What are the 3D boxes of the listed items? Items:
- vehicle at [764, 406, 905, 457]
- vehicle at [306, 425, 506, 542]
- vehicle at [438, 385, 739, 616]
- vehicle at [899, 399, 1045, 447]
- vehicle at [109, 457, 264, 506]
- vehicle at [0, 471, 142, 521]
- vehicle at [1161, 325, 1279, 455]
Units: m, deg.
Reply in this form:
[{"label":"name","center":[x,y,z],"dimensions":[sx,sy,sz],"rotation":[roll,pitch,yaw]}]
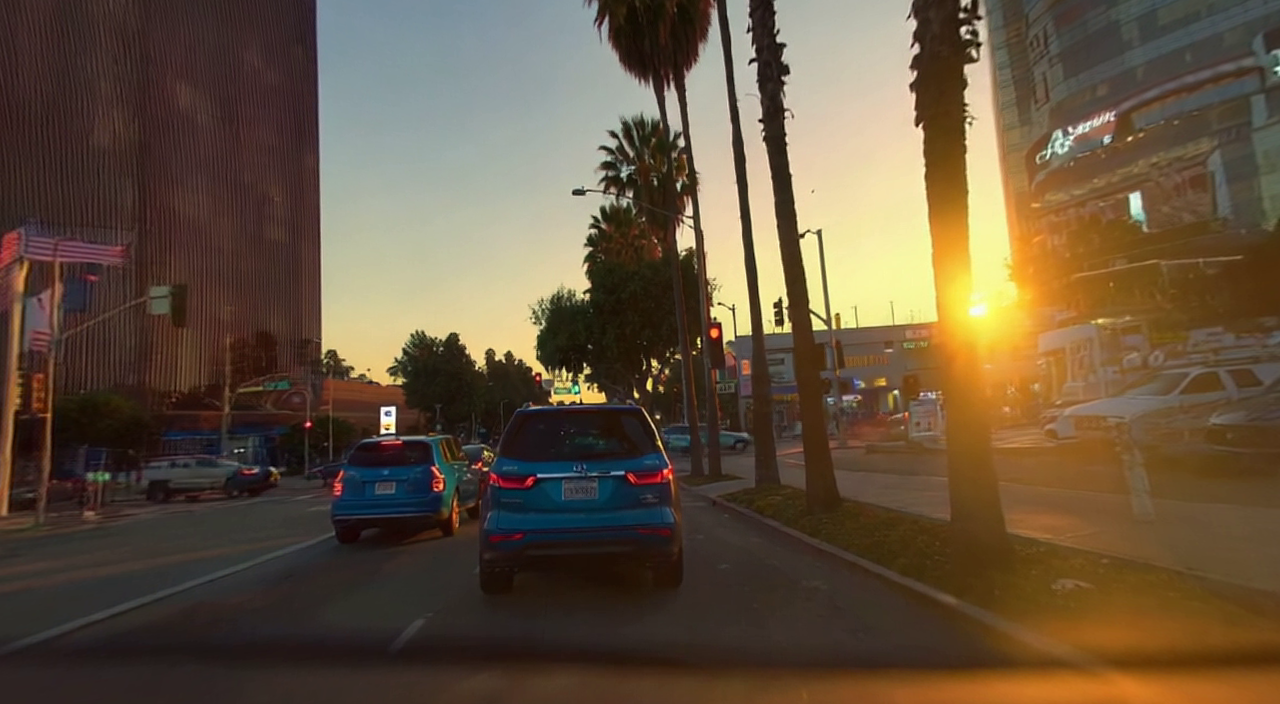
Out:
[{"label":"vehicle","center":[8.247,3.435,27.129],"dimensions":[5.307,2.076,2.122],"rotation":[0,-8,-5]},{"label":"vehicle","center":[-3.966,2.297,11.851],"dimensions":[2.097,1.692,5.030],"rotation":[0,-8,-4]},{"label":"vehicle","center":[-0.591,1.591,7.821],"dimensions":[2.519,1.913,4.819],"rotation":[0,-8,-4]},{"label":"vehicle","center":[14.277,3.114,27.424],"dimensions":[5.033,1.999,2.259],"rotation":[0,-8,-3]},{"label":"vehicle","center":[-19.869,5.665,27.879],"dimensions":[5.026,1.958,2.193],"rotation":[0,-8,-3]},{"label":"vehicle","center":[-22.633,5.523,24.462],"dimensions":[4.660,1.708,2.331],"rotation":[0,-8,0]},{"label":"vehicle","center":[9.971,0.557,8.406],"dimensions":[4.374,1.571,1.963],"rotation":[0,-8,-4]}]
